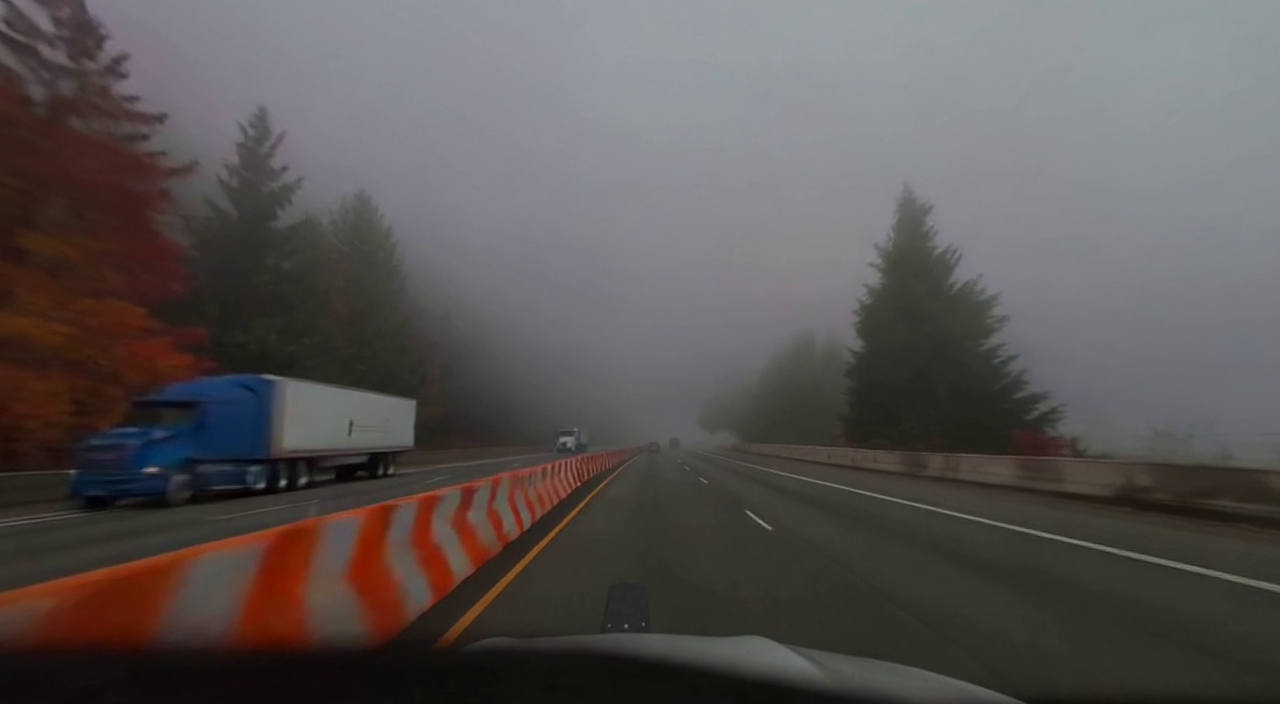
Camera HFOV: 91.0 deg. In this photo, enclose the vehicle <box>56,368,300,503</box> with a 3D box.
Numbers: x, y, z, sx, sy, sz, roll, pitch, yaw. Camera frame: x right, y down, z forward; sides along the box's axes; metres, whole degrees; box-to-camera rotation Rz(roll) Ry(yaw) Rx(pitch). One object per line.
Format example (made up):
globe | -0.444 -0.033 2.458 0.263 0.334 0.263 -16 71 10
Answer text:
vehicle | -14.692 2.789 20.874 3.094 3.803 6.248 0 -8 1
